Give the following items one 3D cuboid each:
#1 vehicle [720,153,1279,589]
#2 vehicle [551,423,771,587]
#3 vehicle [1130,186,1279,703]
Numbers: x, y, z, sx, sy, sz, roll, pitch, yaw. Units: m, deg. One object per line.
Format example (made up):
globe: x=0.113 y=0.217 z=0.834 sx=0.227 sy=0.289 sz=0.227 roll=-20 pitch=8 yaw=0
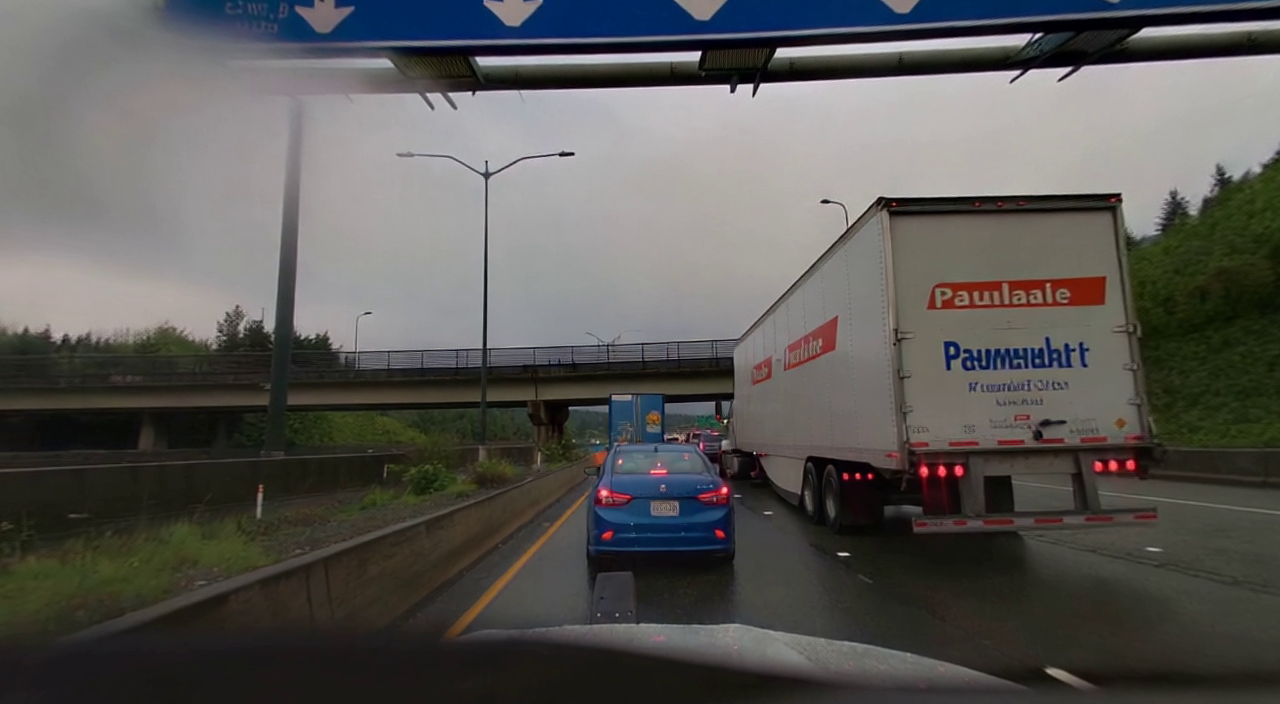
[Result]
vehicle: x=4.193 y=1.068 z=12.968 sx=2.827 sy=4.081 sz=14.305 roll=0 pitch=-8 yaw=-1
vehicle: x=0.181 y=1.687 z=7.722 sx=2.045 sy=1.490 sz=3.597 roll=-1 pitch=-8 yaw=0
vehicle: x=4.729 y=0.120 z=0.643 sx=2.892 sy=2.615 sz=6.650 roll=0 pitch=-8 yaw=-2
